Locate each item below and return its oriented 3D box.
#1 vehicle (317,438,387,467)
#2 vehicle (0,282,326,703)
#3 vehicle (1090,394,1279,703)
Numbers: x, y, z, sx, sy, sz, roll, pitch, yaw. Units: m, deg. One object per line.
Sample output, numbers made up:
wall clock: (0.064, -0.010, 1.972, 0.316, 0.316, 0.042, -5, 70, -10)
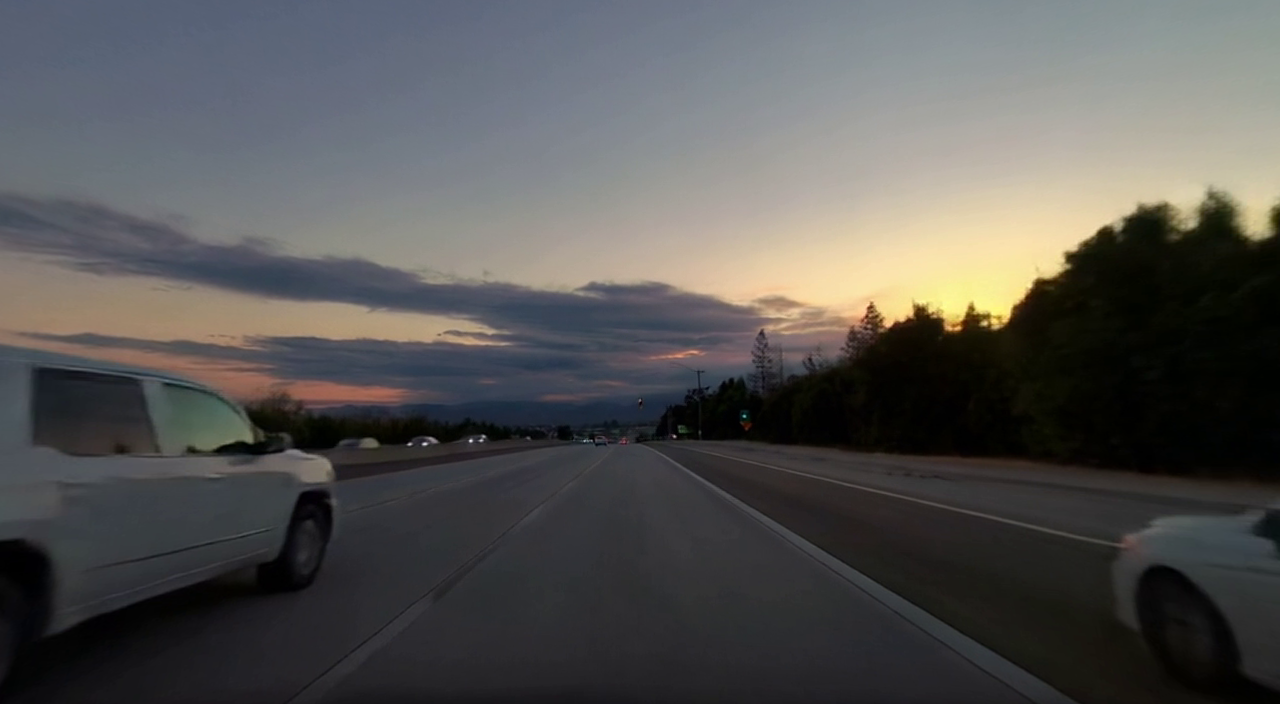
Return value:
vehicle: (-16.126, 5.604, 35.441, 1.914, 1.504, 4.422, 0, -8, -1)
vehicle: (-3.591, 0.593, 2.274, 2.106, 1.779, 5.610, 0, -8, -1)
vehicle: (3.656, 0.761, 1.524, 1.817, 1.465, 4.415, 0, -8, -1)
